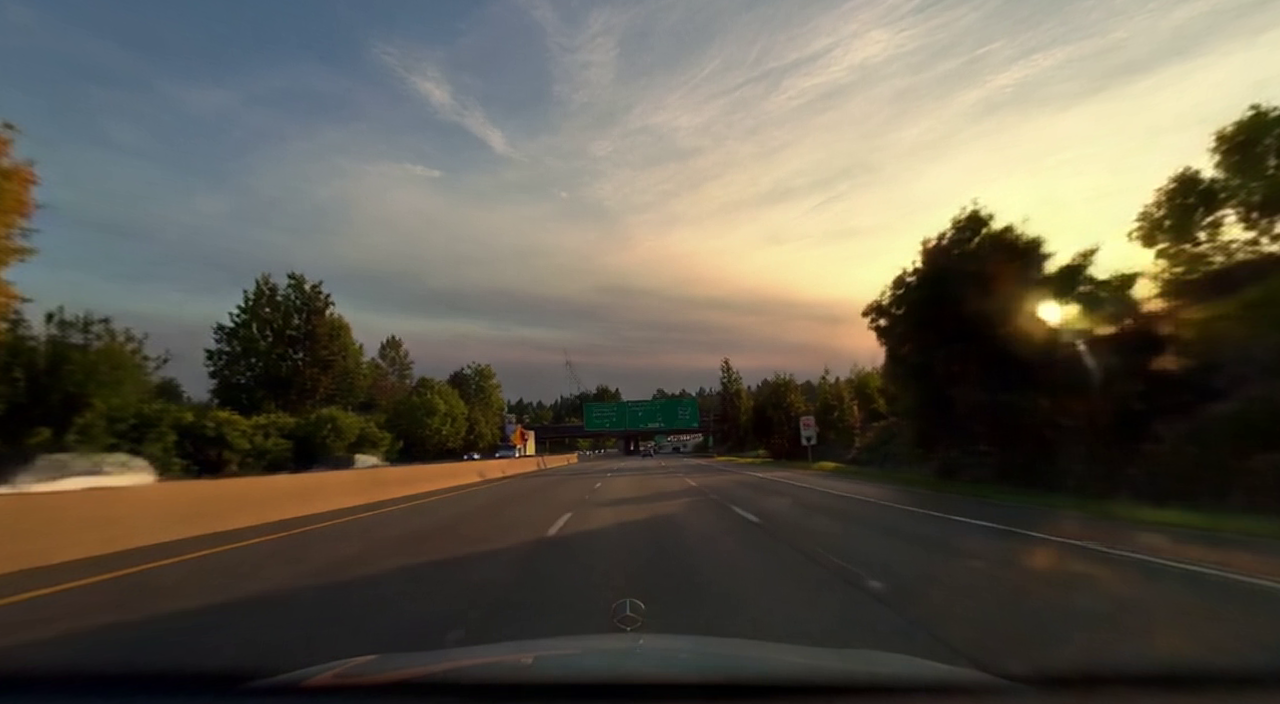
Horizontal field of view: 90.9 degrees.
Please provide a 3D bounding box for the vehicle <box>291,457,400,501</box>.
[{"bbox_3d":[-11.252,4.868,24.527,1.996,1.473,4.598,0,-9,0],"label":"vehicle"}]

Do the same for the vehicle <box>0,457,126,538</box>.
[{"bbox_3d":[-14.572,3.277,14.355,1.983,1.652,4.376,0,-9,0],"label":"vehicle"}]
